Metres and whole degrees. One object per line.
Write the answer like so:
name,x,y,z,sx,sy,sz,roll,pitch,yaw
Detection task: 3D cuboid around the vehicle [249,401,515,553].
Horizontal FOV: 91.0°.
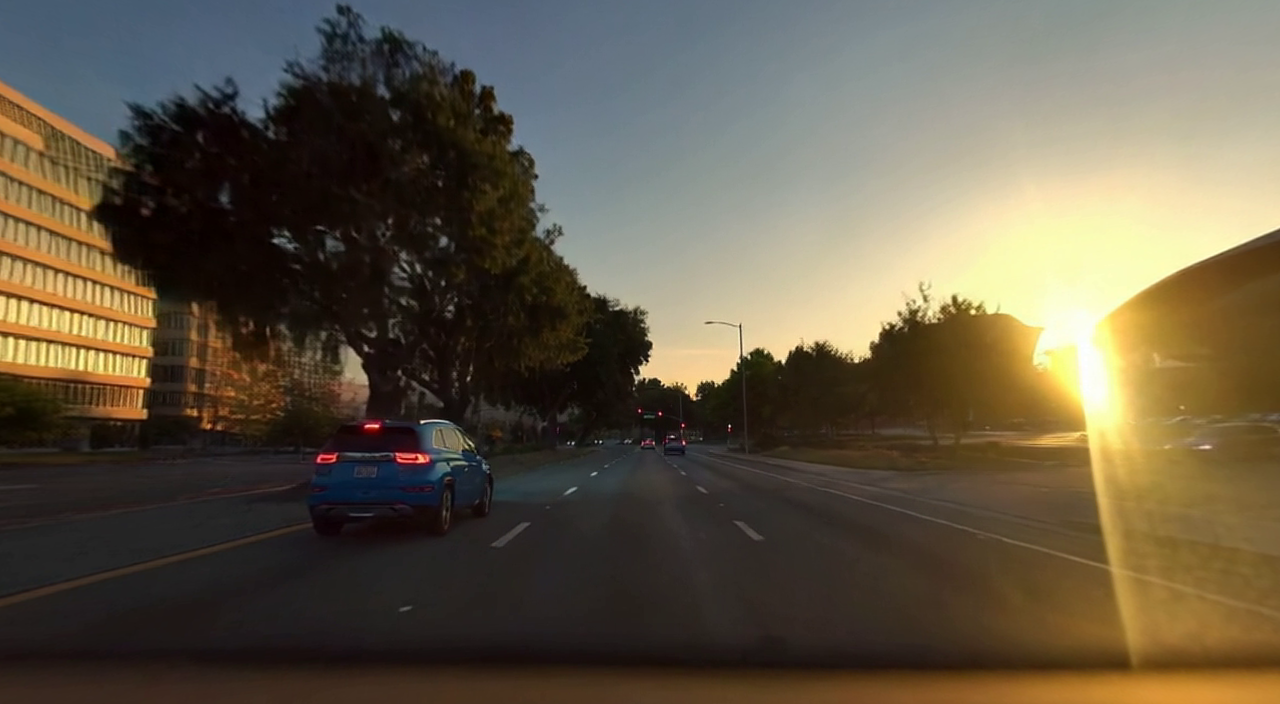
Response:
vehicle,-3.386,1.754,9.465,2.033,1.713,4.503,0,-8,1

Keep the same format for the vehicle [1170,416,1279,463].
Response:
vehicle,23.259,3.349,24.269,4.000,1.458,1.640,-5,-7,0
